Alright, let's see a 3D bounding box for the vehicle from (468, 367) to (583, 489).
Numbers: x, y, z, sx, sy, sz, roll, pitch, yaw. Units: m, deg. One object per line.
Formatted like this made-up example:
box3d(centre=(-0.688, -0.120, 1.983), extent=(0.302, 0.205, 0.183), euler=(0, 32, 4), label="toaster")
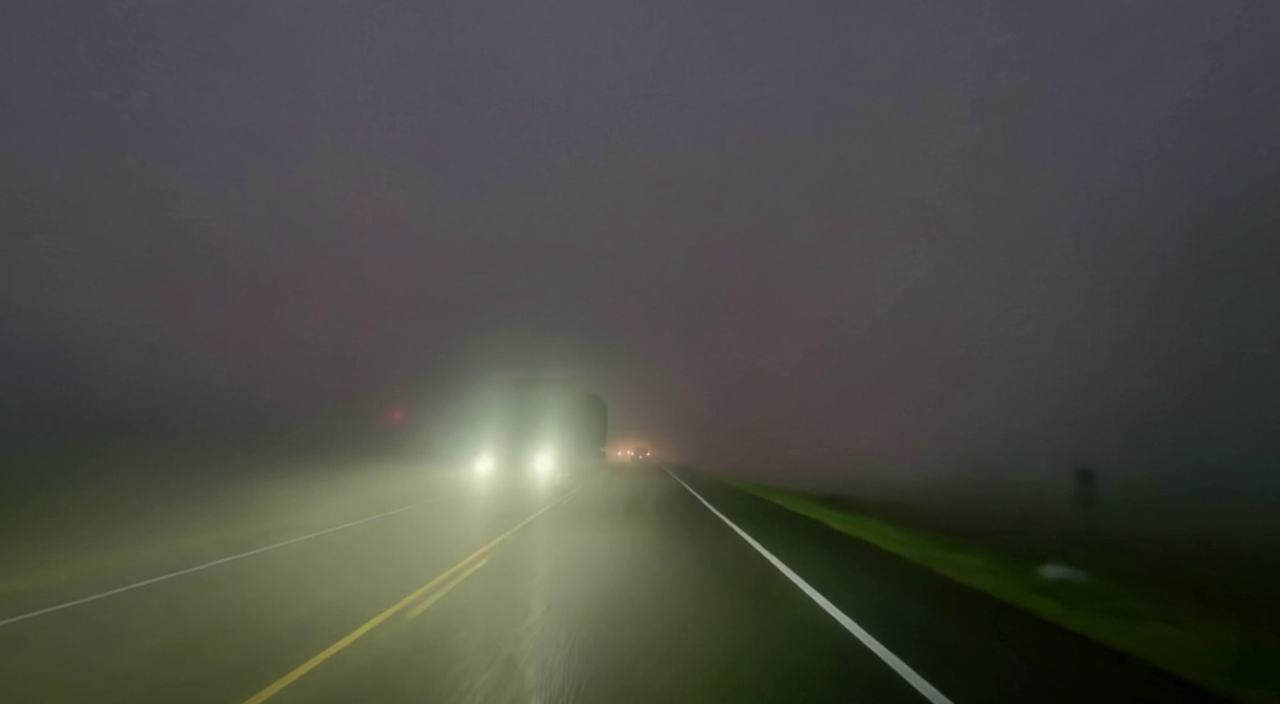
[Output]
box3d(centre=(-3.919, 2.895, 23.219), extent=(3.025, 3.821, 6.232), euler=(-1, -9, 0), label="vehicle")
